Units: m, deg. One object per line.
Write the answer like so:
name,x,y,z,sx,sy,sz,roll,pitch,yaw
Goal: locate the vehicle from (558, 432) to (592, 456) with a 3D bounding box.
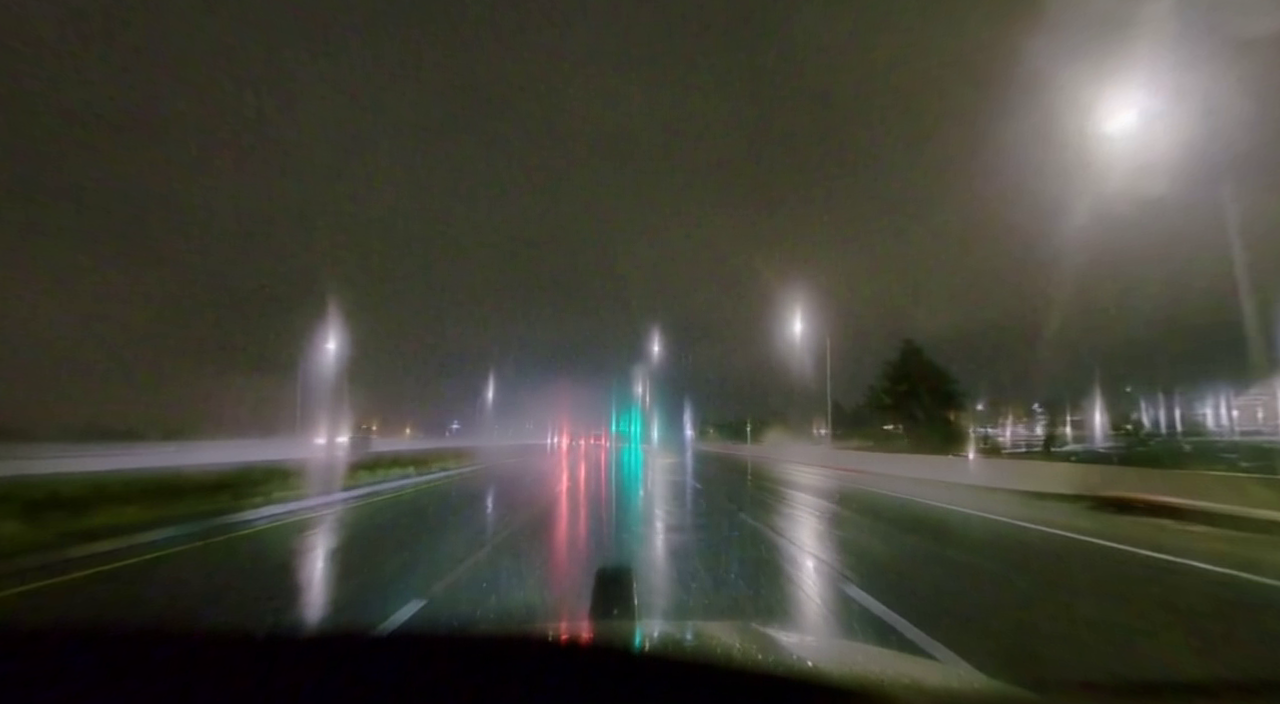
vehicle,-4.469,6.391,43.908,2.062,1.591,4.156,0,-8,-1
